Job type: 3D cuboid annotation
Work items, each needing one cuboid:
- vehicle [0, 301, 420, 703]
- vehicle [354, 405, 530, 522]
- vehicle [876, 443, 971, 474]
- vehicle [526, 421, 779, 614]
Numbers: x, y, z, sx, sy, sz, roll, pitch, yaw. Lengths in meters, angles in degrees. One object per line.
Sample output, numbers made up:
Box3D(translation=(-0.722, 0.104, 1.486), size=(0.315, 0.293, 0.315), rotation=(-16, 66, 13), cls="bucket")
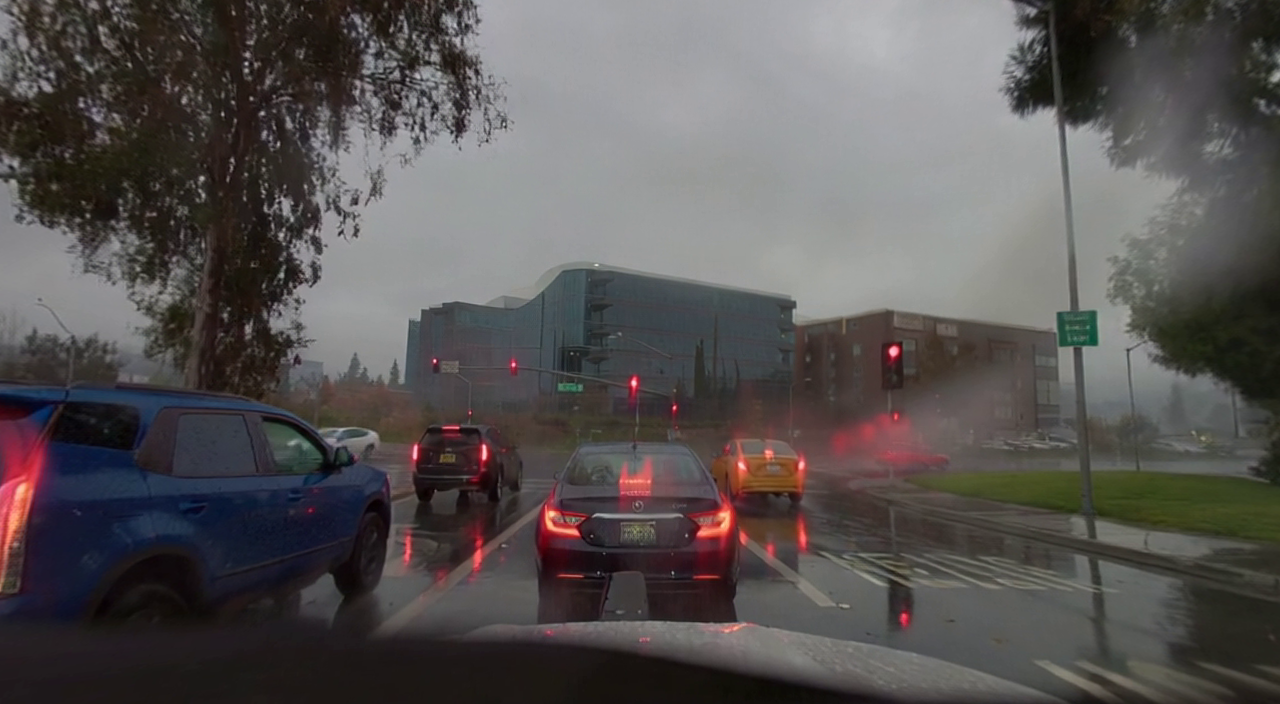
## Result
Box3D(translation=(-3.136, 1.010, 4.145), size=(1.924, 1.737, 4.387), rotation=(0, -8, -2), cls="vehicle")
Box3D(translation=(-3.887, 2.317, 13.705), size=(2.305, 1.984, 5.586), rotation=(0, -8, -3), cls="vehicle")
Box3D(translation=(17.662, 6.633, 39.510), size=(4.874, 1.854, 2.230), rotation=(1, -9, -6), cls="vehicle")
Box3D(translation=(-0.060, 1.628, 7.269), size=(2.001, 1.483, 4.442), rotation=(0, -8, -4), cls="vehicle")
